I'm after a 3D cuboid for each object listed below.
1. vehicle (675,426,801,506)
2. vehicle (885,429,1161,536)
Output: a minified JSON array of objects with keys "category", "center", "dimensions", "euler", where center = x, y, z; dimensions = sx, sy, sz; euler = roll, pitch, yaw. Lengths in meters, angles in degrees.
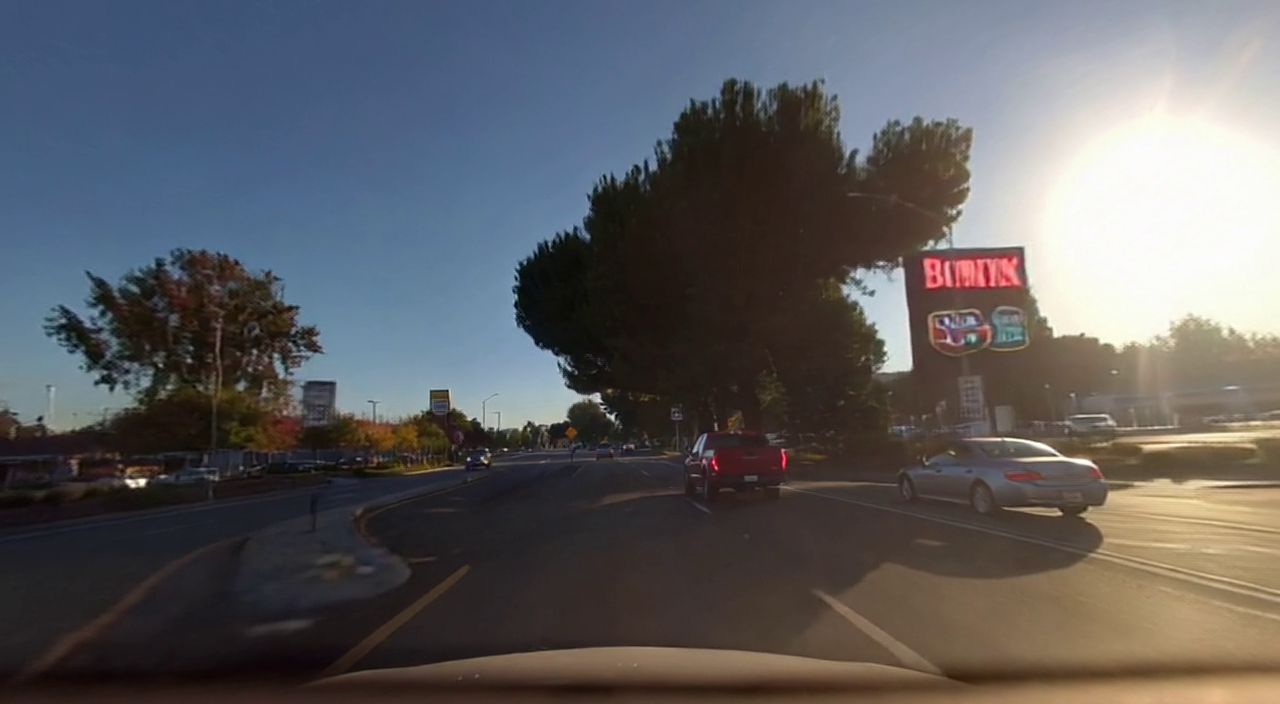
[{"category":"vehicle","center":[2.320,2.927,16.618],"dimensions":[2.214,1.749,4.998],"euler":[0,-9,-4]},{"category":"vehicle","center":[6.269,2.170,11.109],"dimensions":[1.986,1.480,4.296],"euler":[0,-9,-3]}]
